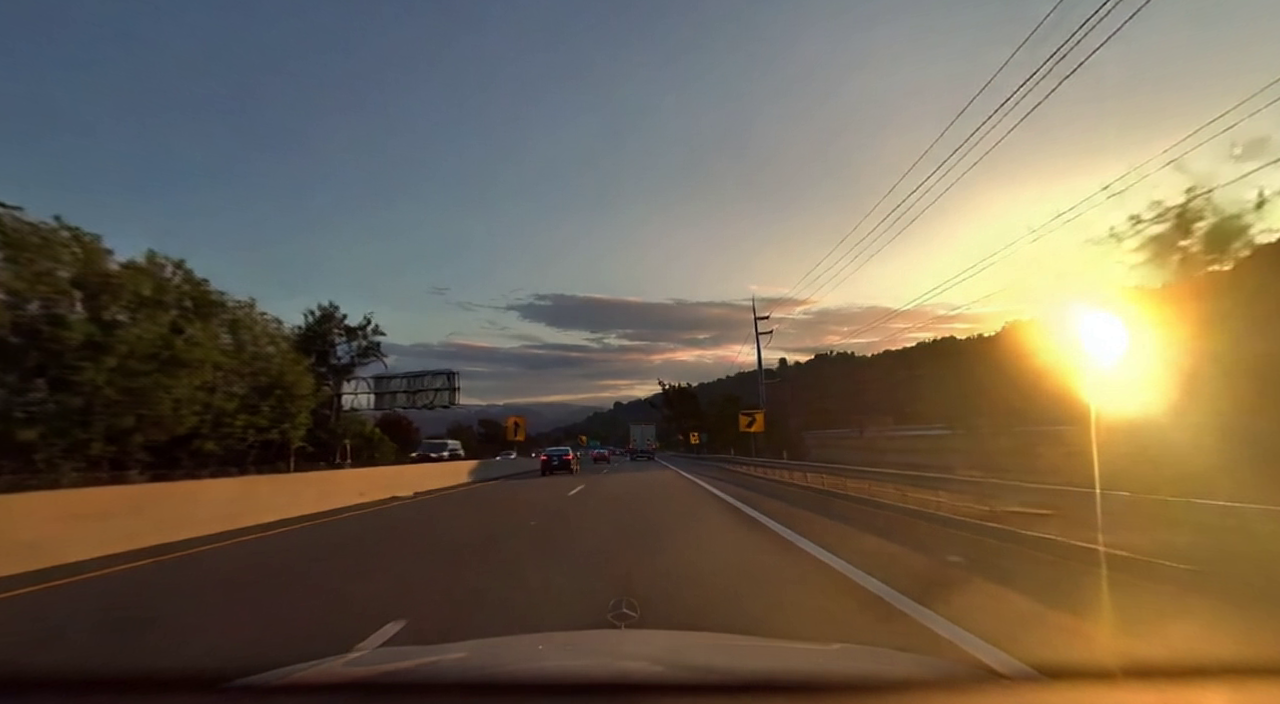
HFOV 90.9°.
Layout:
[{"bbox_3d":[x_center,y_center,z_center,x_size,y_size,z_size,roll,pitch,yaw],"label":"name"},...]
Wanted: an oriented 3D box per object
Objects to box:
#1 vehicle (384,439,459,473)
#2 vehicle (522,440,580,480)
[{"bbox_3d":[-11.798,5.663,34.411,2.228,1.677,5.206,0,-9,0],"label":"vehicle"},{"bbox_3d":[-4.053,5.006,29.538,2.111,1.735,4.066,0,-9,0],"label":"vehicle"}]
